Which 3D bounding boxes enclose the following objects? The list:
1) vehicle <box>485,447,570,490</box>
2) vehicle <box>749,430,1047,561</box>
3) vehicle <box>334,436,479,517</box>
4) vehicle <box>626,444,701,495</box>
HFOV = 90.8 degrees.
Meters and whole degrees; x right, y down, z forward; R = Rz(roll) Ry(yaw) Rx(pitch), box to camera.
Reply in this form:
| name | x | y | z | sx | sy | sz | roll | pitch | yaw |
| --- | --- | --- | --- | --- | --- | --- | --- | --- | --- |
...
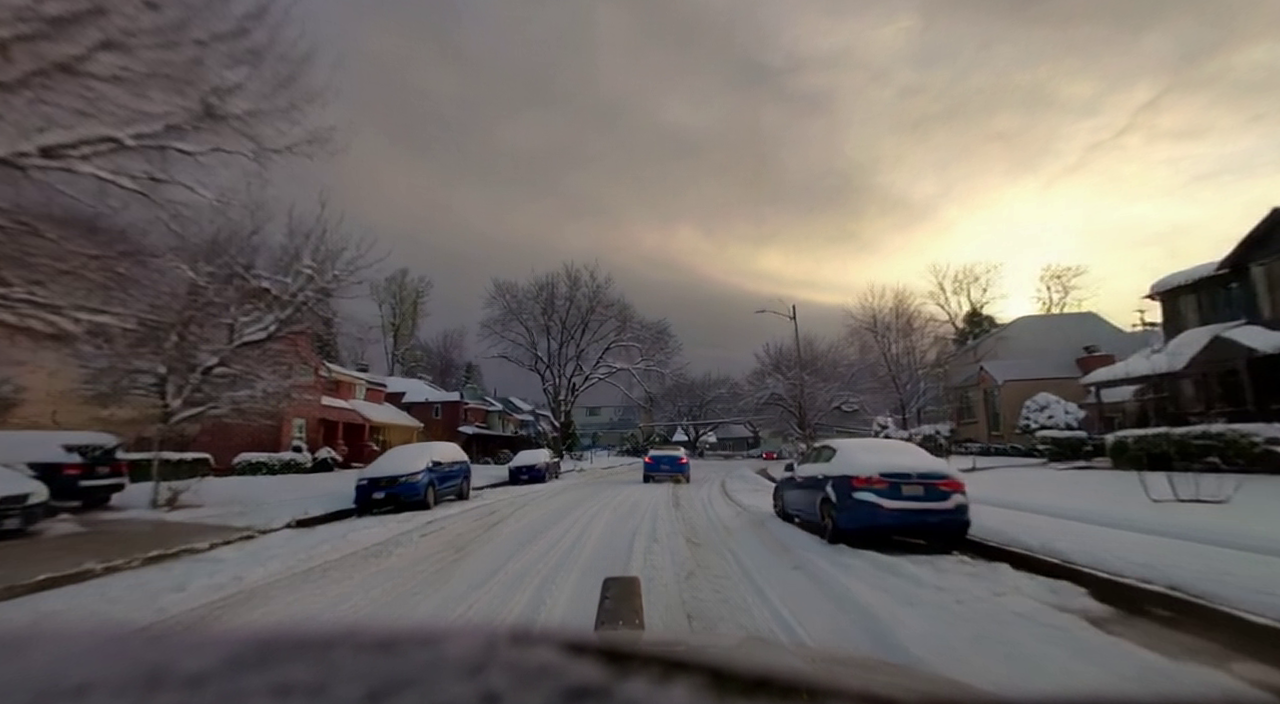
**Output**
| name | x | y | z | sx | sy | sz | roll | pitch | yaw |
| --- | --- | --- | --- | --- | --- | --- | --- | --- | --- |
| vehicle | -5.250 | 5.497 | 30.255 | 2.641 | 1.747 | 4.738 | -4 | -9 | 7 |
| vehicle | 3.459 | 2.029 | 9.750 | 2.429 | 1.502 | 4.474 | 1 | -9 | -5 |
| vehicle | -6.244 | 3.371 | 17.628 | 2.235 | 1.851 | 4.662 | -2 | -9 | 1 |
| vehicle | 0.862 | 3.754 | 20.639 | 2.192 | 1.474 | 4.192 | -1 | -9 | 5 |
